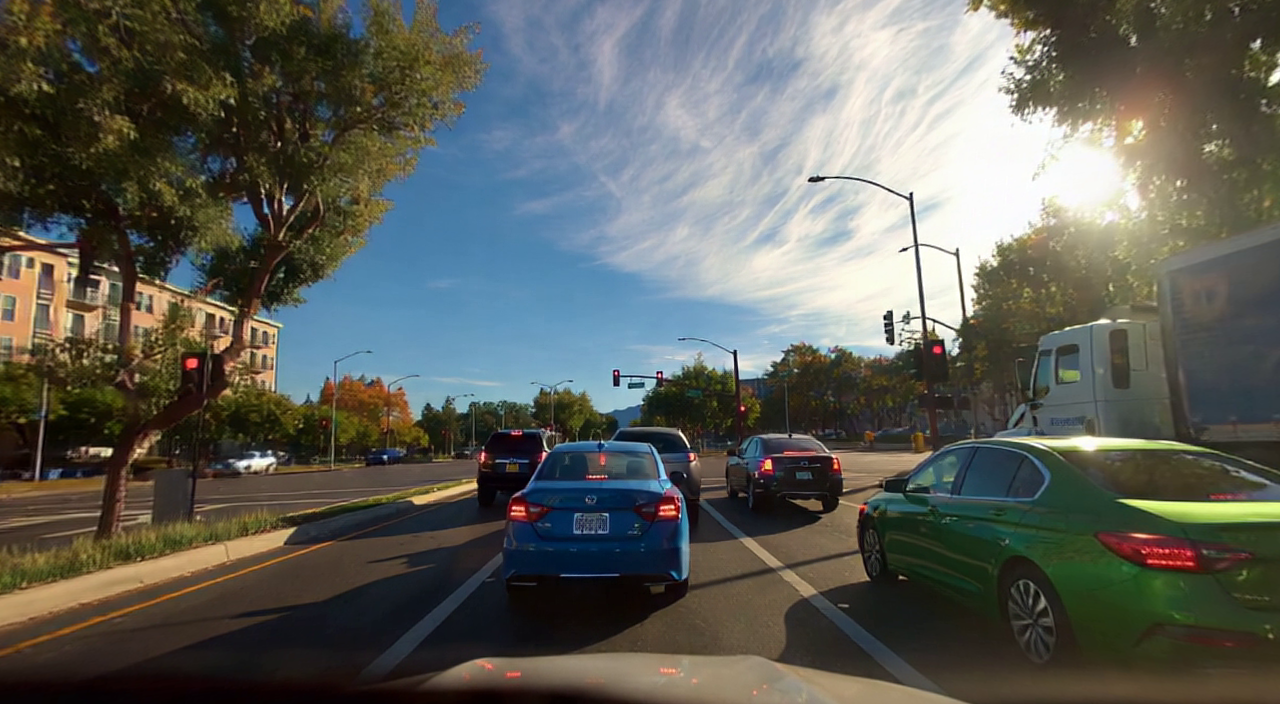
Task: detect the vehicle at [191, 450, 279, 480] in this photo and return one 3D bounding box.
[{"bbox_3d":[-22.003,6.117,34.525,1.863,1.496,4.389,0,-8,0],"label":"vehicle"}]

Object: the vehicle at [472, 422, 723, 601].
[{"bbox_3d":[-0.383,1.653,7.403,2.143,1.520,3.848,0,-8,-1],"label":"vehicle"}]

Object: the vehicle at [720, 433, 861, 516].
[{"bbox_3d":[3.145,2.665,14.308,2.026,1.549,4.559,0,-8,-1],"label":"vehicle"}]

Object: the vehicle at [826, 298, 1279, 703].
[{"bbox_3d":[3.571,1.105,5.053,2.572,1.945,5.065,0,-8,0],"label":"vehicle"}]
